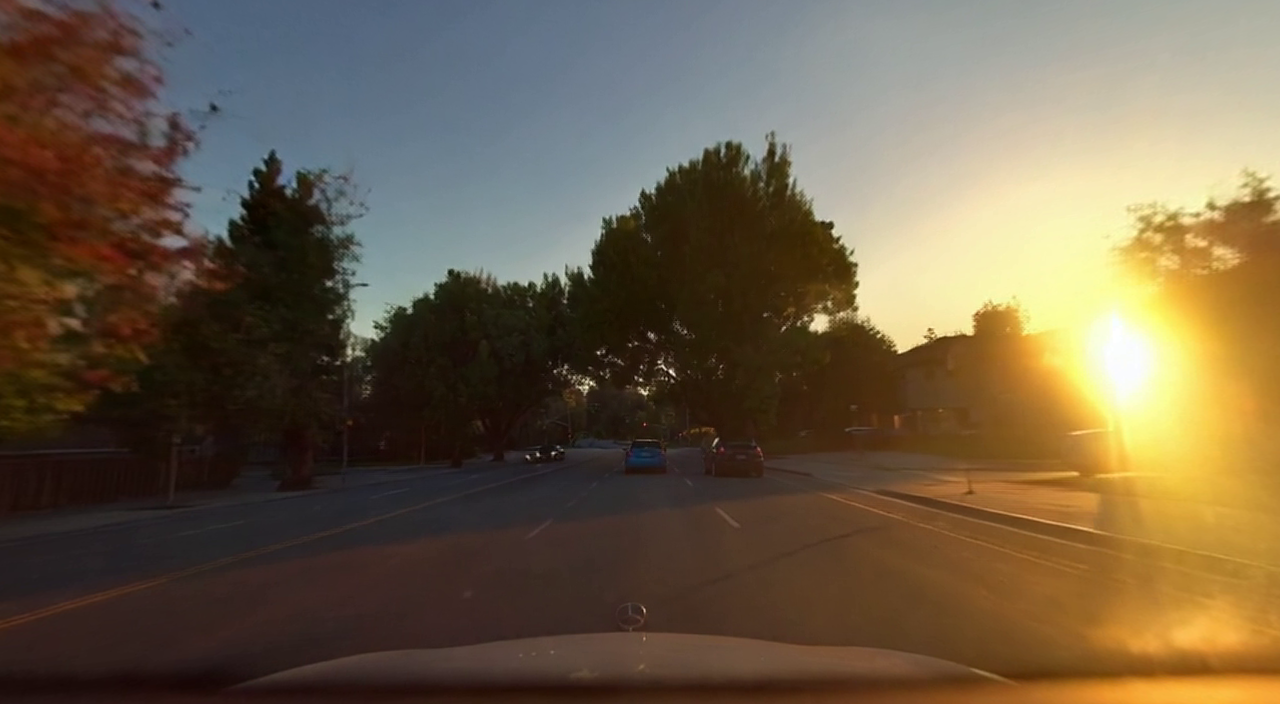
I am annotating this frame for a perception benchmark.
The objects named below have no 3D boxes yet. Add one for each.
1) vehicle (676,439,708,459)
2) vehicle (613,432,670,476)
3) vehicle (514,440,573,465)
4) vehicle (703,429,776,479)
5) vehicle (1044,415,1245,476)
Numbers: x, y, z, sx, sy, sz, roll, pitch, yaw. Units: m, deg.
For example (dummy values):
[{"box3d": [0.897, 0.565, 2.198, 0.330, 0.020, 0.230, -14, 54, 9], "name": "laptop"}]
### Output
[{"box3d": [3.934, 7.409, 48.324, 2.099, 1.463, 4.130, 0, -8, 0], "name": "vehicle"}, {"box3d": [0.077, 4.242, 26.398, 2.200, 1.653, 4.127, 0, -8, 1], "name": "vehicle"}, {"box3d": [-7.024, 7.280, 45.599, 4.296, 1.611, 1.942, -10, -13, 40], "name": "vehicle"}, {"box3d": [3.654, 3.858, 23.989, 2.024, 1.711, 4.512, 0, -8, 0], "name": "vehicle"}, {"box3d": [15.346, 2.862, 19.392, 4.378, 1.754, 2.007, 0, -8, 0], "name": "vehicle"}]
